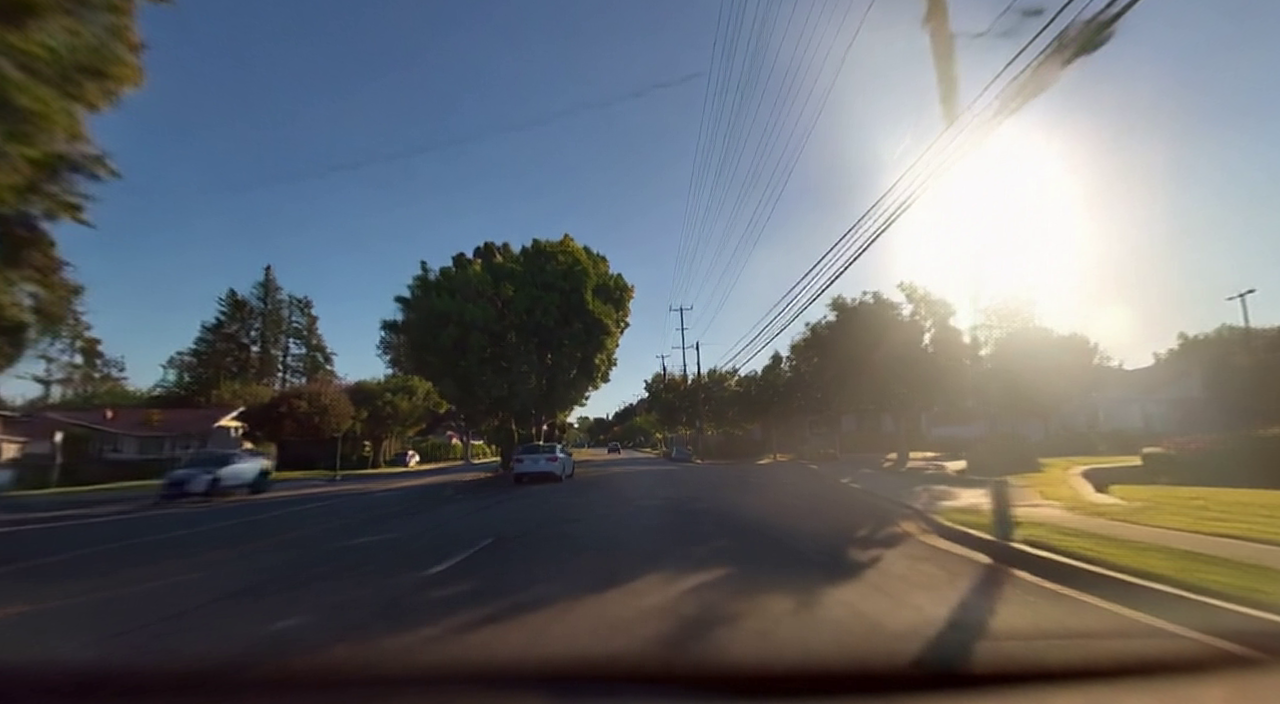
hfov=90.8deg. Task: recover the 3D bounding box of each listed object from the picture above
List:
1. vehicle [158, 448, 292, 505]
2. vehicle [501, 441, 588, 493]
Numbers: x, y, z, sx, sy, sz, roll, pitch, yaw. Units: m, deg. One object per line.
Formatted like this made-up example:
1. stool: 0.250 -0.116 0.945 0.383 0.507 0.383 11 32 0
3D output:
1. vehicle: -14.330 4.261 22.188 1.942 1.732 4.376 1 -8 -4
2. vehicle: -2.966 3.669 20.647 2.041 1.471 4.602 0 -8 1
